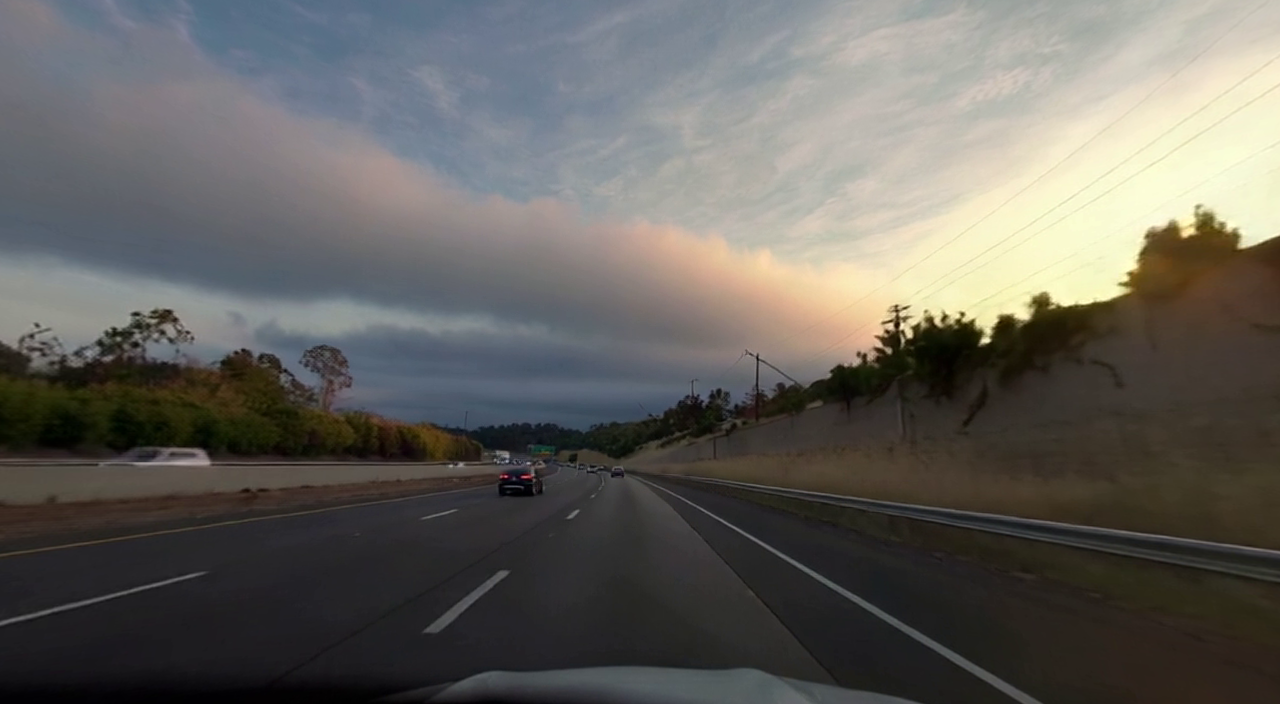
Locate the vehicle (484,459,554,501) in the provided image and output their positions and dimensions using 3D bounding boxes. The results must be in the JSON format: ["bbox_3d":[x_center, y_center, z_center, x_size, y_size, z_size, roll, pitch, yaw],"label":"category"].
[{"bbox_3d":[-5.306,5.696,28.240,2.194,1.704,4.421,1,-10,1],"label":"vehicle"}]

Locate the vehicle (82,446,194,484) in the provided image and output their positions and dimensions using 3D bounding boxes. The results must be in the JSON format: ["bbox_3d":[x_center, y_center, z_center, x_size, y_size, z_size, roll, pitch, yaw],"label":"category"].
[{"bbox_3d":[-23.127,5.265,29.280,1.847,1.587,4.053,1,-10,-1],"label":"vehicle"}]
